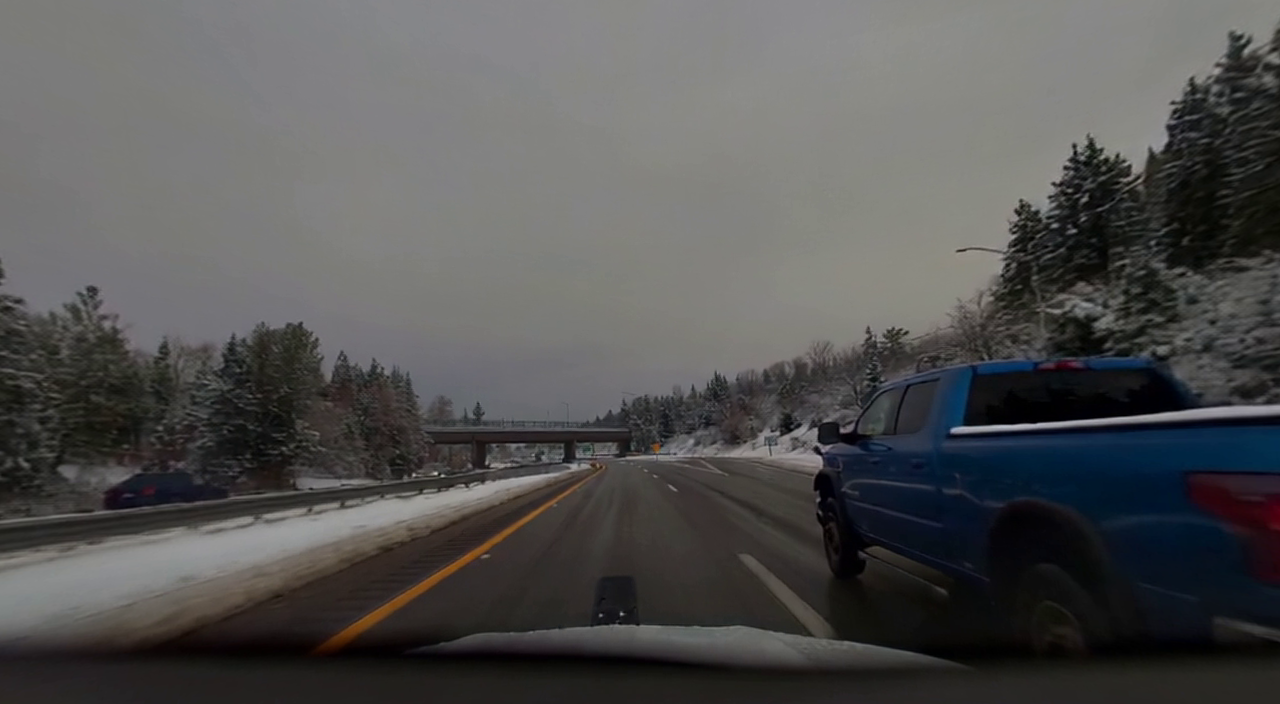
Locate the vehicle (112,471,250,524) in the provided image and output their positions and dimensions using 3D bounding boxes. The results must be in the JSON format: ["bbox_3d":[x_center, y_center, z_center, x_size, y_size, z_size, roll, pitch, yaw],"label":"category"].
[{"bbox_3d":[-22.290,7.044,31.096,2.573,1.976,5.651,-2,-8,0],"label":"vehicle"}]
